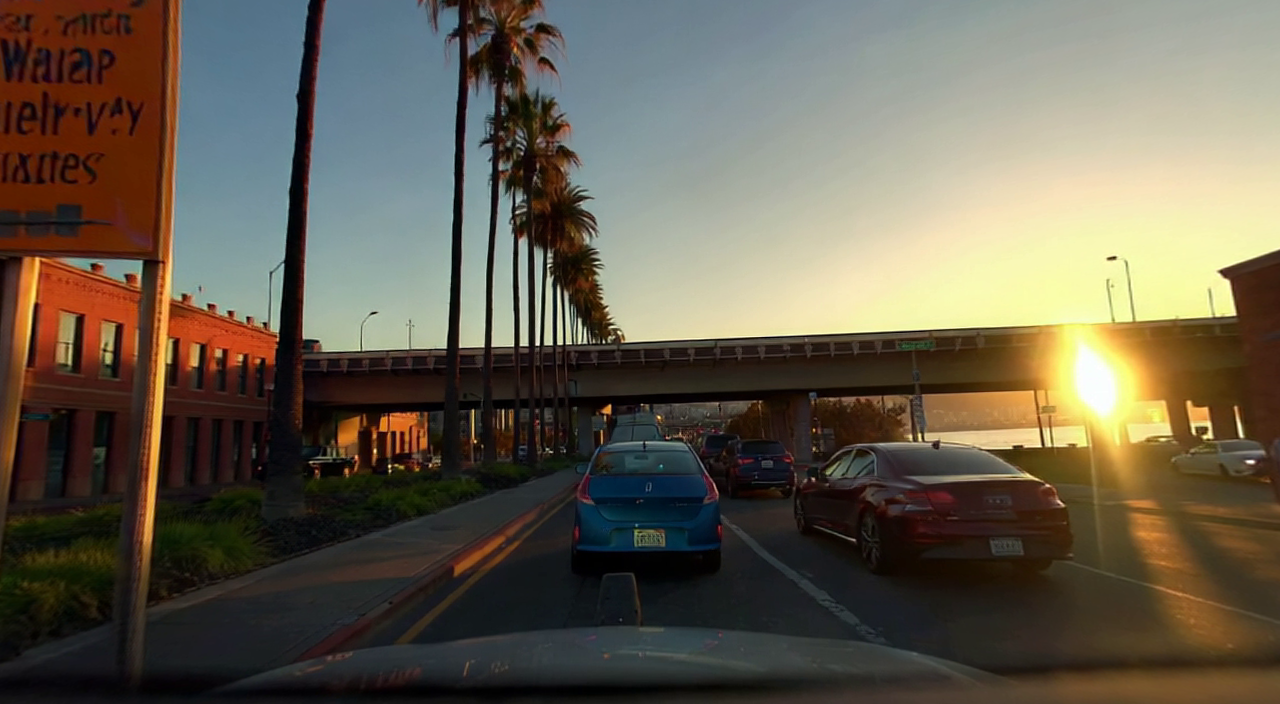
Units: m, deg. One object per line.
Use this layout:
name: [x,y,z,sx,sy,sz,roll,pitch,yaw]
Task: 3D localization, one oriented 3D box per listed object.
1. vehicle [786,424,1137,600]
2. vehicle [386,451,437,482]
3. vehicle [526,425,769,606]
vehicle: [3.289,1.712,7.711,1.920,1.490,4.417,0,-9,-1]
vehicle: [-14.949,7.479,41.646,2.104,1.802,4.852,1,-8,-7]
vehicle: [0.061,1.666,7.248,2.048,1.503,3.681,0,-9,0]
